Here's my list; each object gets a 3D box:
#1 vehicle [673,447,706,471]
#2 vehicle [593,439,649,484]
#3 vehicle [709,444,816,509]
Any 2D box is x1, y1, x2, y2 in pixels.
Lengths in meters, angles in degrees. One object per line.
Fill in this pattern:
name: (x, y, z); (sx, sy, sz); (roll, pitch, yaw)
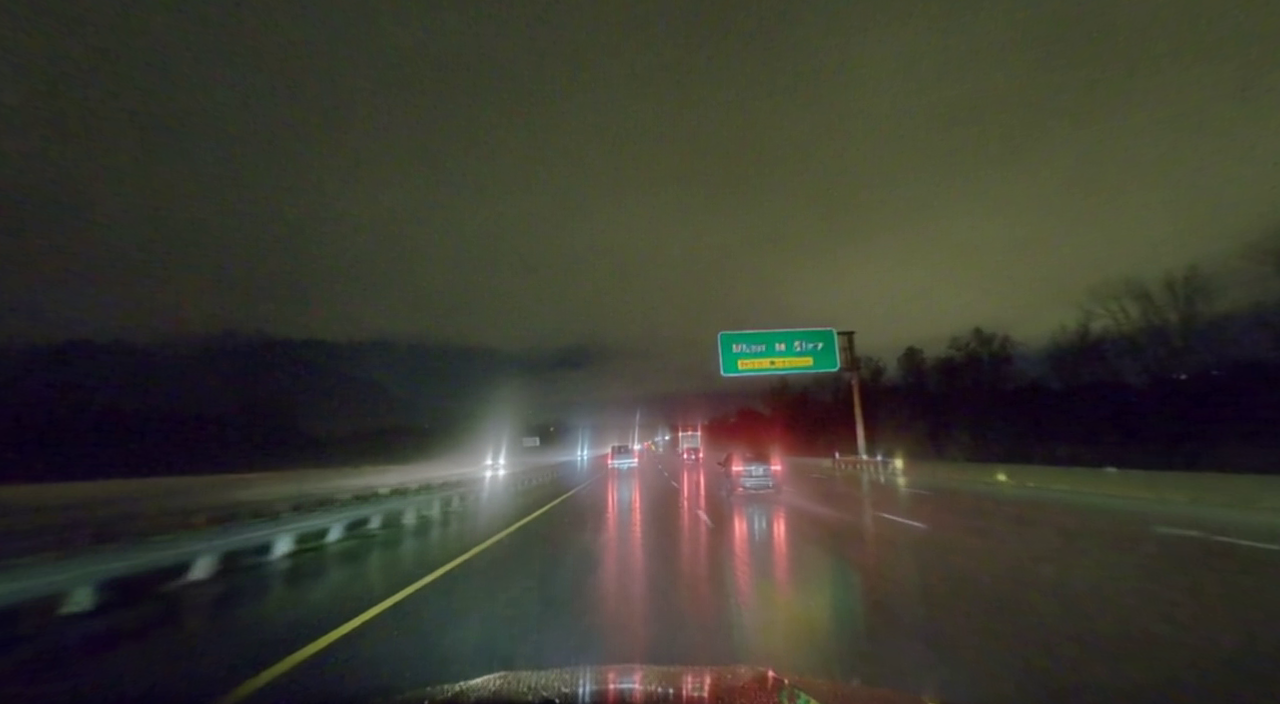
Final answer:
vehicle: (3.460, 7.565, 44.753); (2.047, 1.540, 4.294); (0, -9, 0)
vehicle: (-0.713, 4.578, 26.558); (2.142, 1.724, 4.344); (0, -9, 0)
vehicle: (3.068, 3.199, 16.671); (2.004, 1.471, 4.032); (0, -9, 0)
